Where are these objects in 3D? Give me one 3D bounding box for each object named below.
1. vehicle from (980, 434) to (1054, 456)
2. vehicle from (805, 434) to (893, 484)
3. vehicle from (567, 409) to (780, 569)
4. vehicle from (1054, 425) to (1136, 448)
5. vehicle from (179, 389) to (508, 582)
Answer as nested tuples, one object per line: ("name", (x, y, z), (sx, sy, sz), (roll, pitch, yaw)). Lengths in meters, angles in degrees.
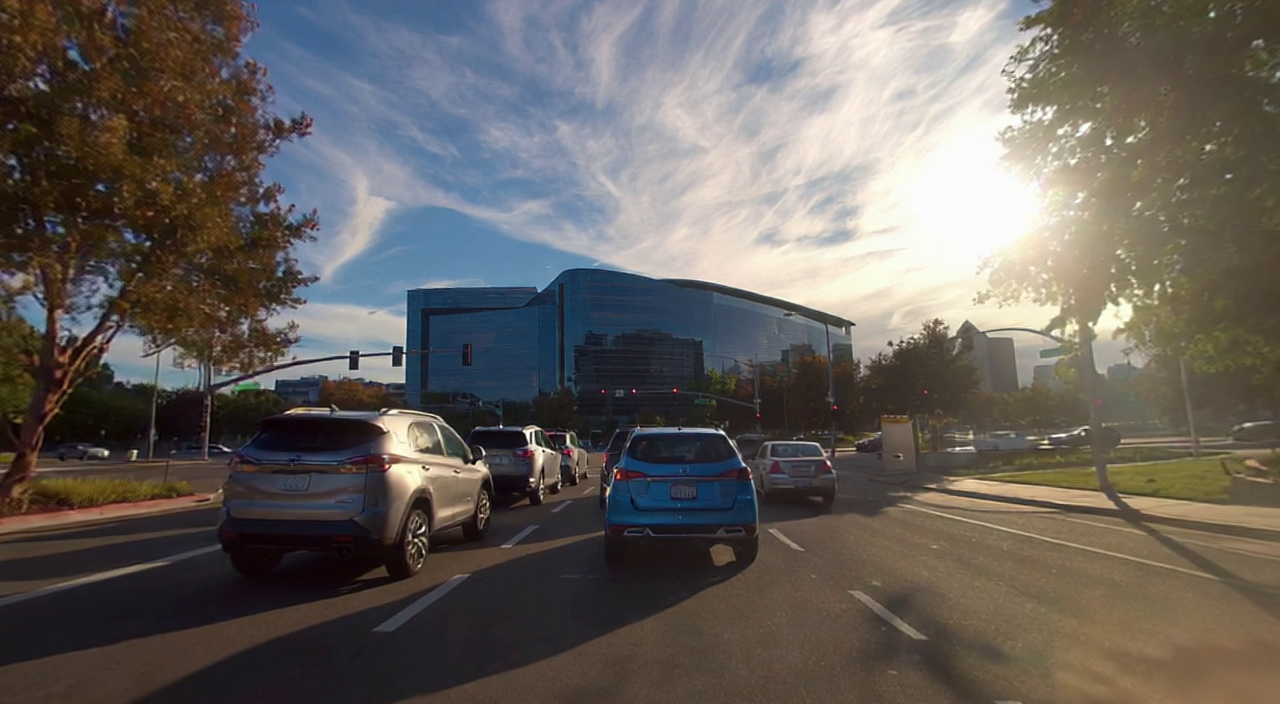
("vehicle", (24.826, 6.170, 41.566), (3.944, 1.398, 1.701), (-4, -9, 24))
("vehicle", (7.436, 3.839, 22.840), (2.067, 1.599, 4.251), (-1, -8, 5))
("vehicle", (0.360, 1.730, 8.667), (2.189, 1.649, 4.171), (0, -8, 1))
("vehicle", (33.250, 6.233, 46.136), (4.632, 1.580, 1.801), (-5, -10, 31))
("vehicle", (-3.264, 1.582, 8.200), (2.085, 1.812, 4.388), (0, -8, 0))
